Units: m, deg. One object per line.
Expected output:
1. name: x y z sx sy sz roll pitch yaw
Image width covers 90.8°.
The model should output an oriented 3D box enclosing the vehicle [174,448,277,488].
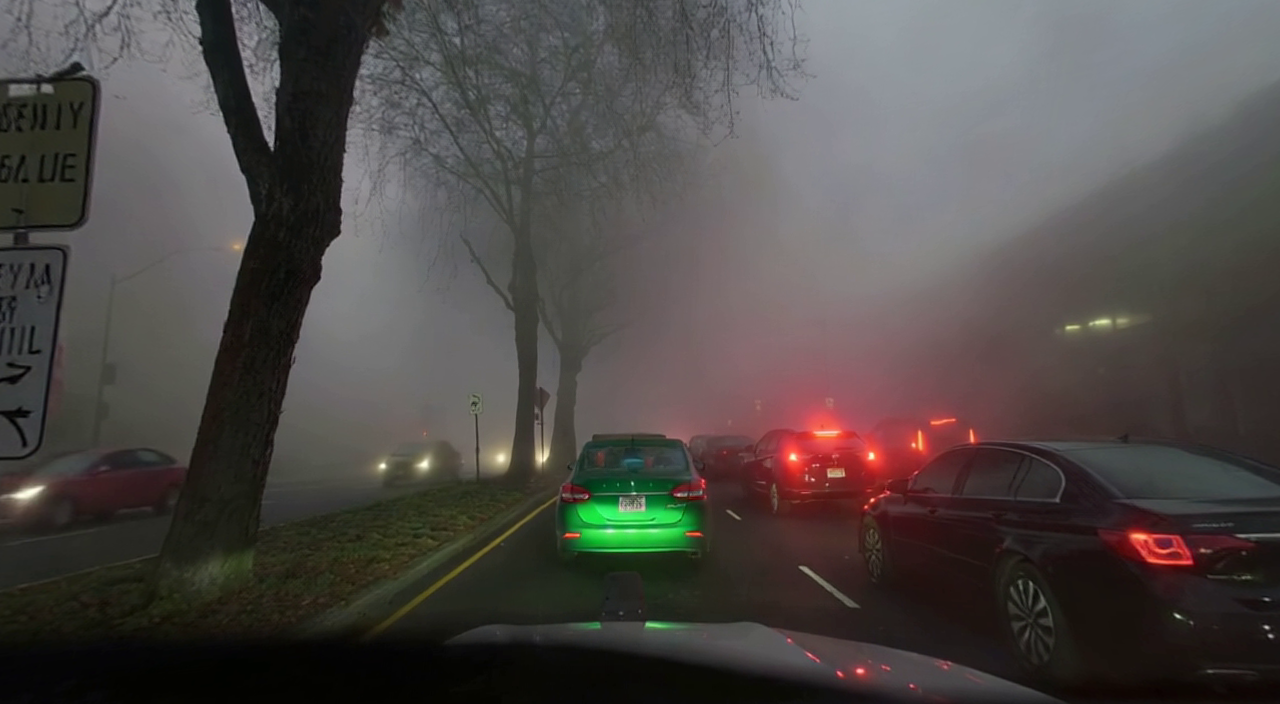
1. vehicle: -19.760 5.485 30.104 4.329 1.773 2.072 -5 -10 27

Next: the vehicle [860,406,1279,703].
1. vehicle: 3.312 1.256 4.482 1.988 1.480 4.195 0 -9 0

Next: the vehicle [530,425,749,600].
1. vehicle: -0.019 1.658 7.301 1.887 1.487 3.535 0 -9 0

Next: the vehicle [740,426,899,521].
1. vehicle: 3.540 2.481 13.421 2.025 1.660 4.263 0 -9 -1

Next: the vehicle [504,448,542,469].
1. vehicle: -8.384 7.622 45.564 1.850 1.417 4.321 0 -9 1

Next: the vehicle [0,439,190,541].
1. vehicle: -11.943 2.698 12.998 2.004 1.732 4.530 0 -9 0

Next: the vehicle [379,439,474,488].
1. vehicle: -8.066 4.239 24.358 2.079 1.695 4.374 0 -9 1
